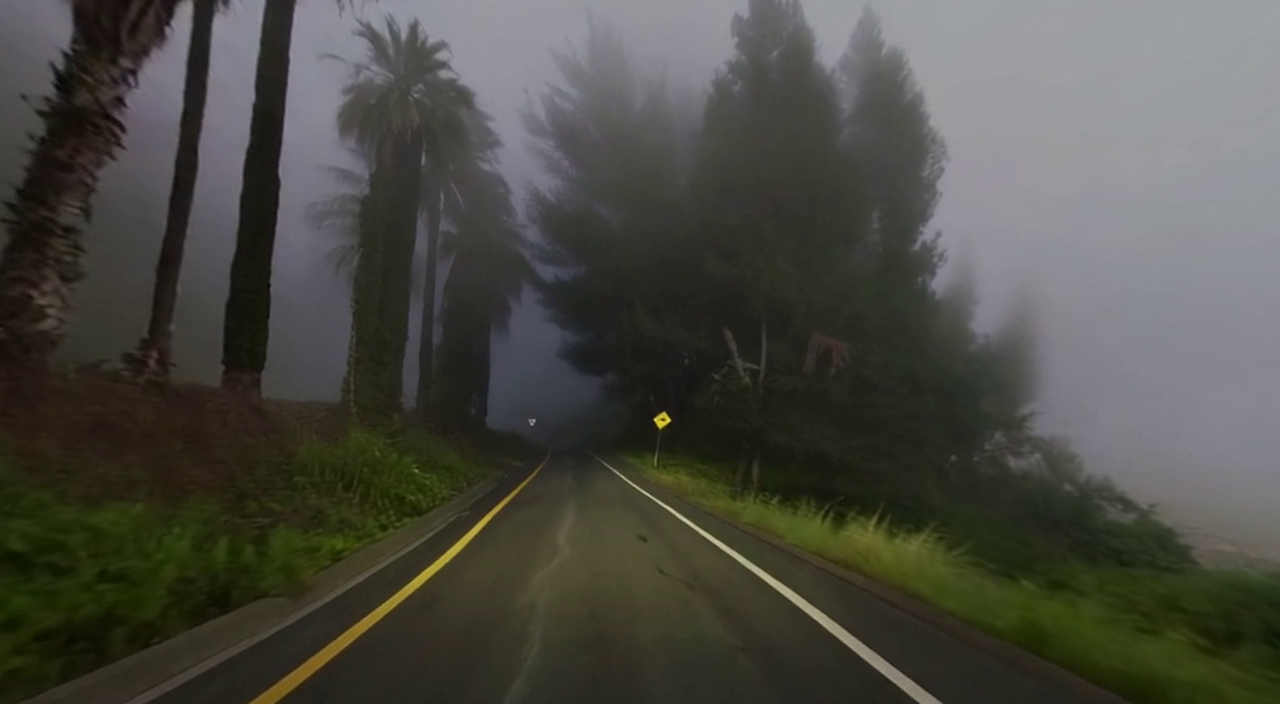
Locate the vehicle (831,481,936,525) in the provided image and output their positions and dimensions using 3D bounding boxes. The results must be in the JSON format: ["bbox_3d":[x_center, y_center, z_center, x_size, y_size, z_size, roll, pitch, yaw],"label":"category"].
[{"bbox_3d":[10.522,6.536,27.532,3.934,1.414,1.895,4,-11,9],"label":"vehicle"}]

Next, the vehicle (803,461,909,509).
[{"bbox_3d":[10.276,6.381,30.317,4.547,1.929,2.008,-5,-8,17],"label":"vehicle"}]
